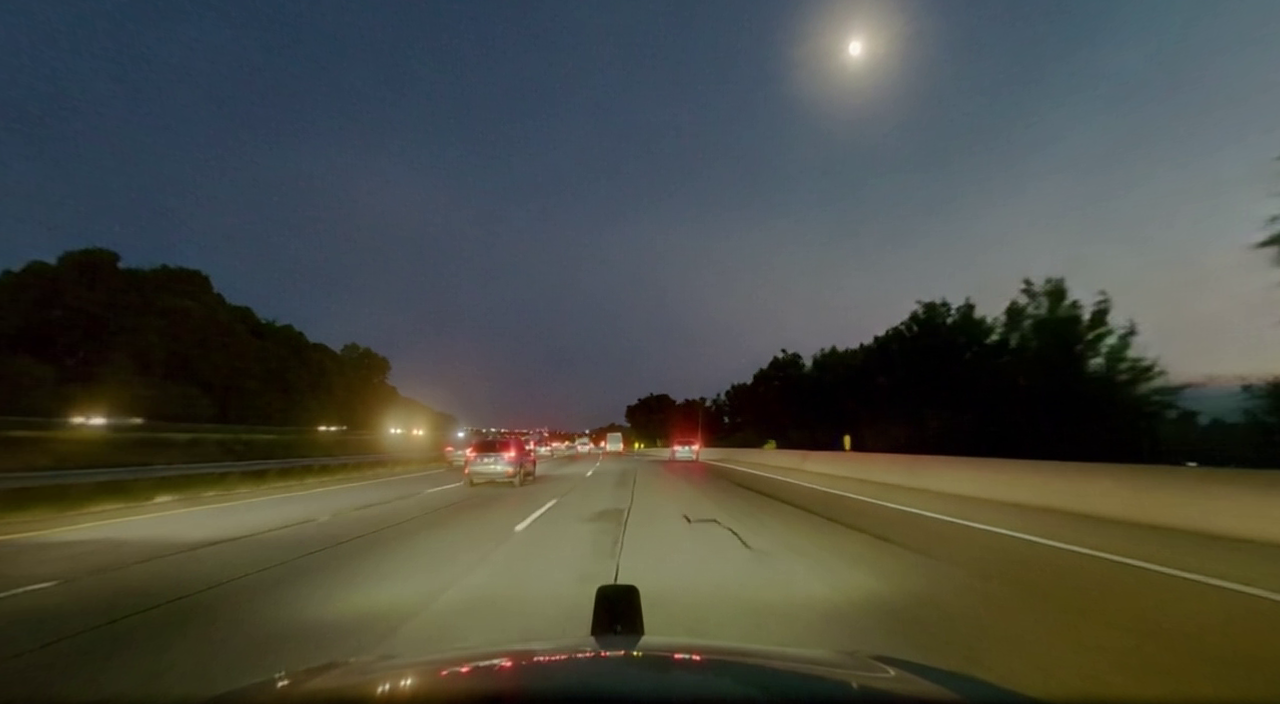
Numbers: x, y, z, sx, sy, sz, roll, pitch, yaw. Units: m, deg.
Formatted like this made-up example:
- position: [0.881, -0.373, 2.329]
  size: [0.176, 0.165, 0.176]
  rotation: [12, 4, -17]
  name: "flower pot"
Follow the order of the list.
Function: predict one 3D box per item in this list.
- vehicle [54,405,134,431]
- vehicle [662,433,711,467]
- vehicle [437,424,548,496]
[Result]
- position: [-37.416, 4.578, 43.273]
  size: [1.756, 1.550, 4.277]
  rotation: [0, -9, -2]
  name: "vehicle"
- position: [2.413, 5.272, 33.813]
  size: [2.053, 1.698, 4.097]
  rotation: [1, -9, -3]
  name: "vehicle"
- position: [-3.797, 2.868, 17.037]
  size: [2.002, 1.680, 4.301]
  rotation: [0, -9, 0]
  name: "vehicle"
